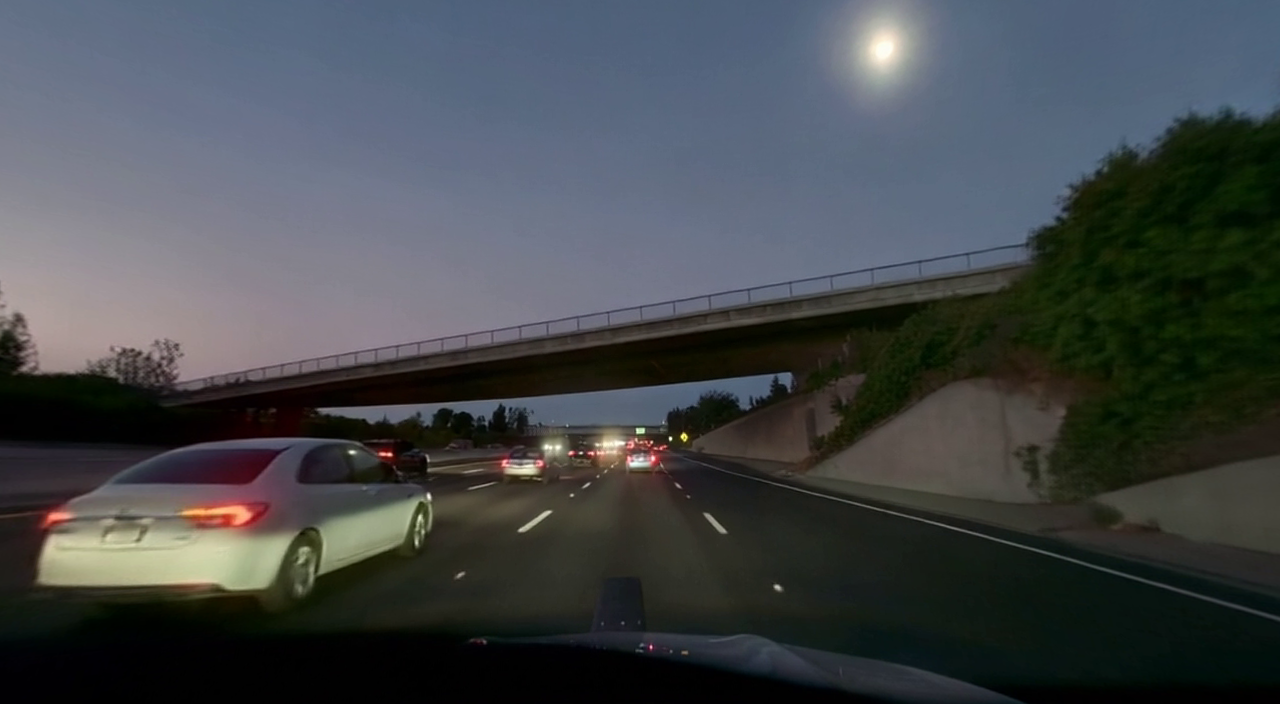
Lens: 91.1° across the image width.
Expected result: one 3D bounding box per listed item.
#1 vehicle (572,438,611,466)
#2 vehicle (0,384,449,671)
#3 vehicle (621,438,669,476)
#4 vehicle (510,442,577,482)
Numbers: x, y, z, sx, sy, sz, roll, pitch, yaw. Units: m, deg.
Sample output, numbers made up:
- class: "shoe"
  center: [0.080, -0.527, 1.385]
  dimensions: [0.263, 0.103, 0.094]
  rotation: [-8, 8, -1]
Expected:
- class: "vehicle"
  center: [-3.304, 6.877, 43.499]
  dimensions: [2.237, 1.841, 4.683]
  rotation: [0, -8, 1]
- class: "vehicle"
  center: [-3.685, 1.401, 6.188]
  dimensions: [2.161, 1.759, 4.482]
  rotation: [0, -8, 0]
- class: "vehicle"
  center: [0.232, 5.026, 30.429]
  dimensions: [2.160, 1.678, 4.178]
  rotation: [0, -8, 0]
- class: "vehicle"
  center: [-3.879, 4.478, 25.945]
  dimensions: [1.997, 1.490, 4.471]
  rotation: [0, -8, 1]
